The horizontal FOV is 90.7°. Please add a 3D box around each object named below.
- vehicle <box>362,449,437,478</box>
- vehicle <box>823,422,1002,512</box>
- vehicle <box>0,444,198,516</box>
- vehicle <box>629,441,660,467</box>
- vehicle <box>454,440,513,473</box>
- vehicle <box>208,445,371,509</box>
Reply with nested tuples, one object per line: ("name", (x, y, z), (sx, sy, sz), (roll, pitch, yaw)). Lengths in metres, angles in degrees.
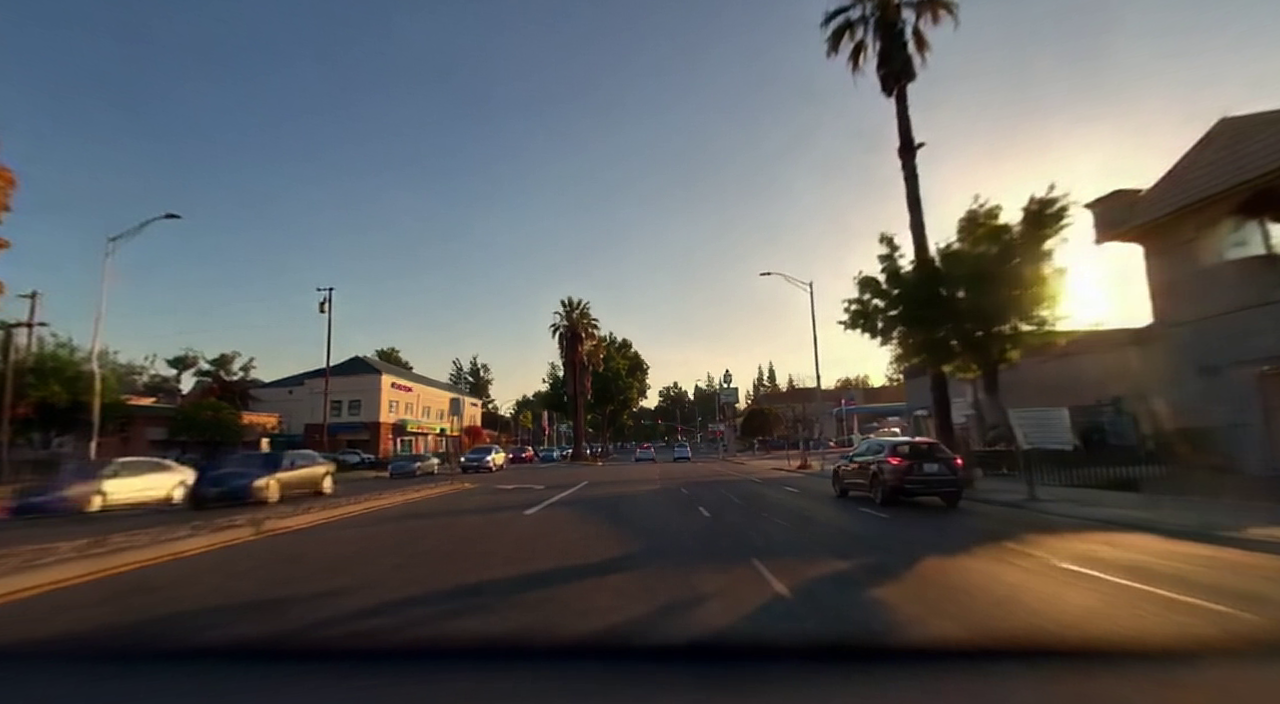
("vehicle", (-13.546, 6.286, 36.023), (2.098, 1.478, 4.928), (-1, -9, 4))
("vehicle", (6.262, 2.715, 15.375), (2.066, 1.807, 4.893), (0, -9, -1))
("vehicle", (-16.312, 3.691, 18.921), (2.183, 1.814, 5.403), (-1, -9, 1))
("vehicle", (0.348, 7.508, 46.749), (2.177, 1.754, 3.815), (0, -9, 1))
("vehicle", (-9.118, 6.105, 37.298), (2.042, 1.782, 4.919), (-1, -9, 2))
("vehicle", (-9.242, 3.288, 17.181), (1.891, 1.473, 4.297), (0, -9, 1))
